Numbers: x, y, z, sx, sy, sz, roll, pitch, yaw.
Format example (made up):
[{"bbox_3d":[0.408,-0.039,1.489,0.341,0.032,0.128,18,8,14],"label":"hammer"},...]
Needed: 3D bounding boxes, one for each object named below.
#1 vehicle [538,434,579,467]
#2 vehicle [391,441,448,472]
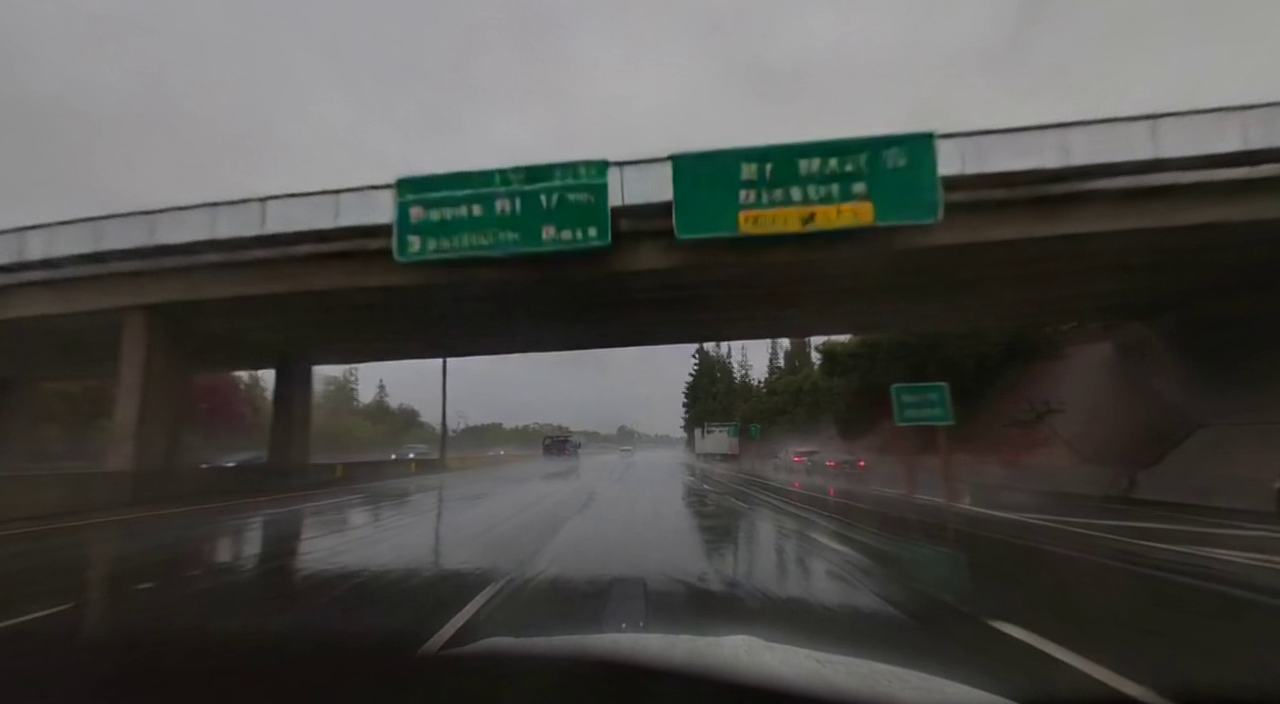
[{"bbox_3d":[-6.344,7.725,49.643,2.264,2.379,5.248,0,-8,2],"label":"vehicle"},{"bbox_3d":[-15.378,7.320,44.383,2.088,2.011,4.960,0,-8,1],"label":"vehicle"}]
